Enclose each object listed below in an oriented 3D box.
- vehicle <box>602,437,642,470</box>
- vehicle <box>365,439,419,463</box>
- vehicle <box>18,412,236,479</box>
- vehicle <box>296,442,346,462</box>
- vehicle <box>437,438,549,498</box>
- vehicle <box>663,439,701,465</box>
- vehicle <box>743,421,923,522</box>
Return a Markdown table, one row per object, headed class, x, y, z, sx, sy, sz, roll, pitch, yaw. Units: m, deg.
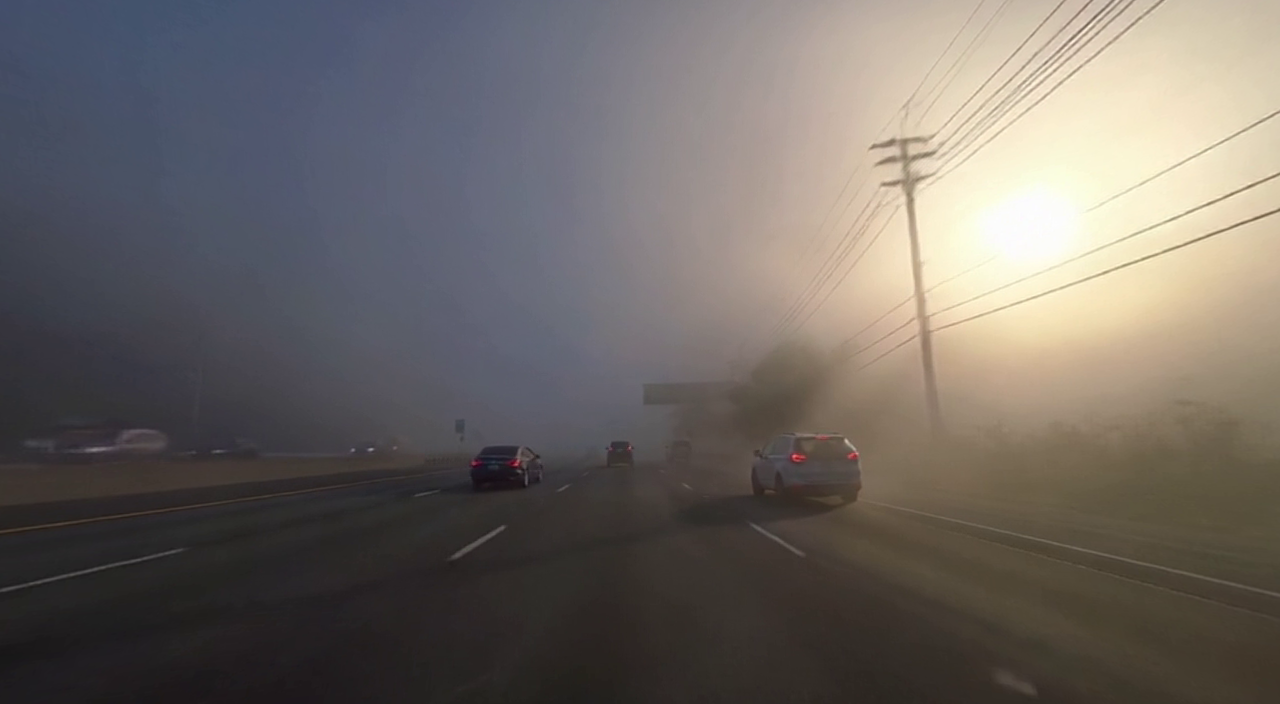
| class | x | y | z | sx | sy | sz | roll | pitch | yaw |
| --- | --- | --- | --- | --- | --- | --- | --- | --- | --- |
| vehicle | -1.039 | 5.867 | 36.570 | 2.192 | 1.769 | 4.287 | 0 | -8 | -2 |
| vehicle | -17.252 | 6.896 | 44.030 | 1.984 | 1.524 | 4.452 | 0 | -8 | 0 |
| vehicle | -16.529 | 3.103 | 20.961 | 2.305 | 1.901 | 5.934 | 0 | -8 | -1 |
| vehicle | -24.914 | 7.824 | 49.423 | 1.806 | 1.445 | 4.241 | 0 | -8 | -2 |
| vehicle | -4.253 | 3.437 | 19.257 | 2.091 | 1.562 | 5.220 | 0 | -8 | 1 |
| vehicle | 2.947 | 7.165 | 45.393 | 2.099 | 1.720 | 4.829 | 0 | -8 | -3 |
| vehicle | 3.732 | 2.412 | 13.298 | 2.102 | 1.723 | 4.745 | 0 | -8 | -2 |
